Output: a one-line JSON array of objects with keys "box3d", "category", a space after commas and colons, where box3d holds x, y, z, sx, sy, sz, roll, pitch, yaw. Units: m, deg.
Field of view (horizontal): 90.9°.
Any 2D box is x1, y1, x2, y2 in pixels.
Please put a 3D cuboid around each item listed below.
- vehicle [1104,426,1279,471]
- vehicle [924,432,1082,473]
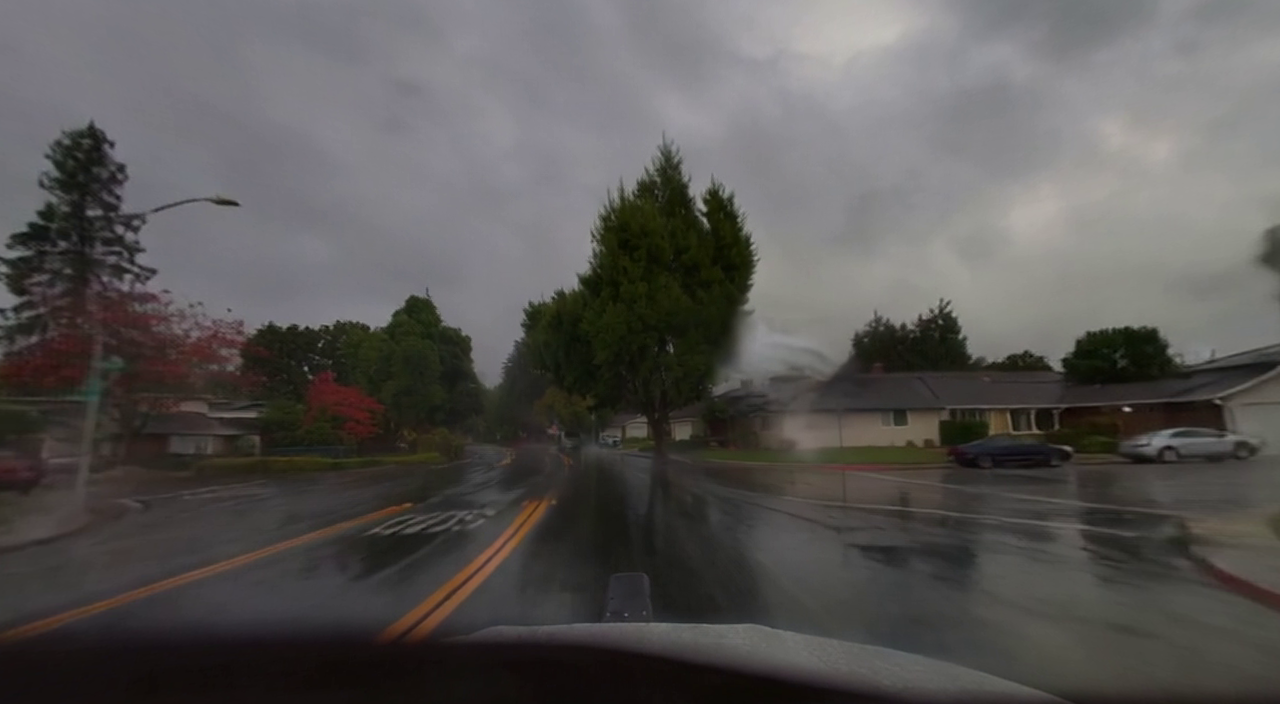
[{"box3d": [19.727, 3.417, 22.304, 4.795, 1.468, 1.945, -2, -8, 14], "category": "vehicle"}, {"box3d": [13.486, 3.751, 23.691, 4.737, 1.447, 1.766, -2, -8, 10], "category": "vehicle"}]
